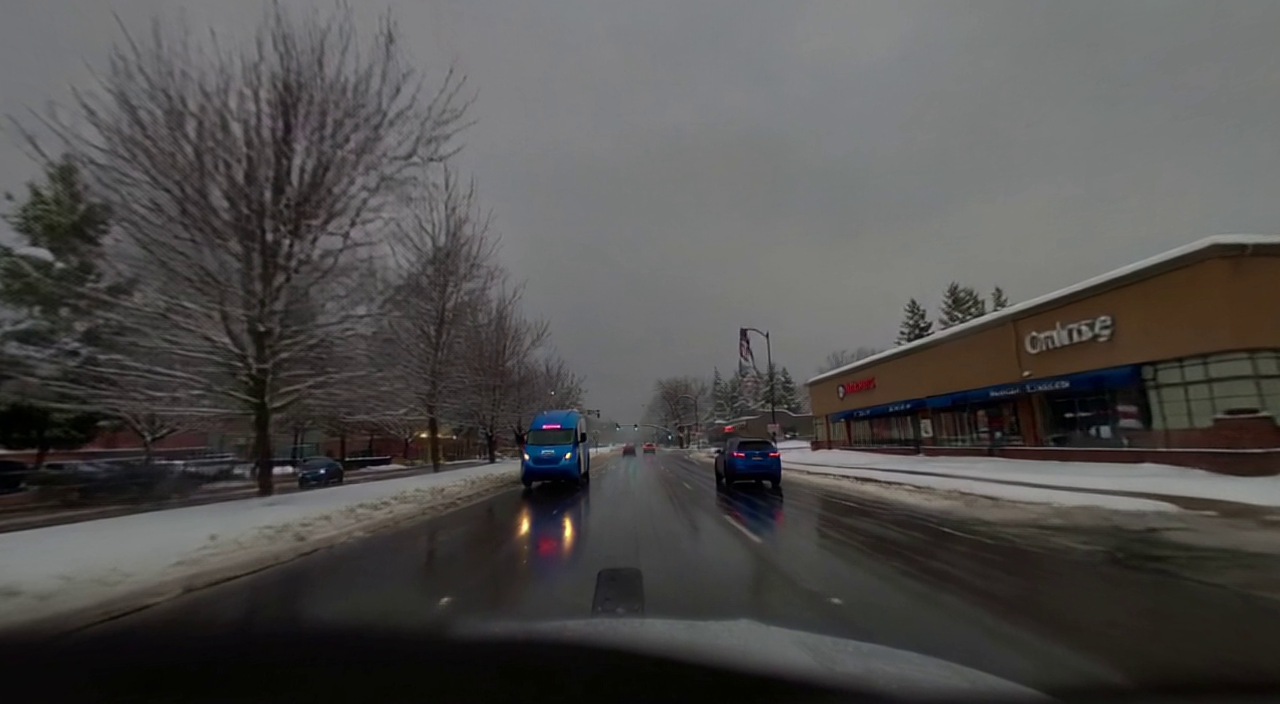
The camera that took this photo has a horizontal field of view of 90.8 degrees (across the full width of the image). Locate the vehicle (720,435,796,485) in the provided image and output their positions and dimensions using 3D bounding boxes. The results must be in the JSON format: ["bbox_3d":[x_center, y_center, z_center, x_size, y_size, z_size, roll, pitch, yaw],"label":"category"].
[{"bbox_3d":[4.256,3.976,23.486,1.869,1.646,4.166,0,-9,-2],"label":"vehicle"}]

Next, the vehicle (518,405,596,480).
[{"bbox_3d":[-3.333,3.845,26.680,2.443,2.784,5.862,0,-9,0],"label":"vehicle"}]

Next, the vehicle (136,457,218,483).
[{"bbox_3d":[-31.517,8.039,43.132,4.225,1.449,1.819,1,-9,-27],"label":"vehicle"}]
